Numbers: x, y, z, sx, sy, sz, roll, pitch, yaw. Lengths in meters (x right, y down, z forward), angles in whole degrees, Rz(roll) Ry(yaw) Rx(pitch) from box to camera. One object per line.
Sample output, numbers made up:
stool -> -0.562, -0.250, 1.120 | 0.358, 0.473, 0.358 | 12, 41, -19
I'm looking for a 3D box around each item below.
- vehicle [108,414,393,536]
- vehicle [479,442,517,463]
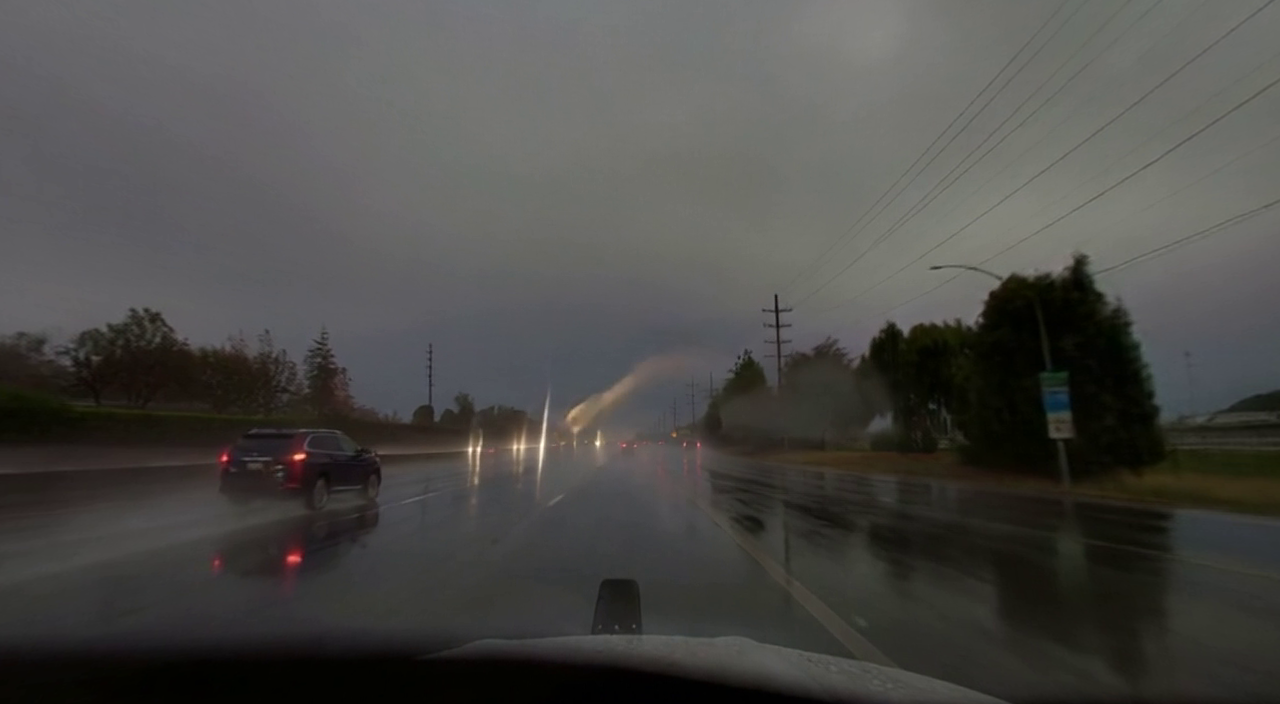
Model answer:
vehicle -> -6.898, 2.240, 12.211 | 2.115, 1.799, 5.444 | 0, -9, -1
vehicle -> -10.796, 7.694, 48.377 | 1.887, 1.473, 4.352 | 0, -9, 0
